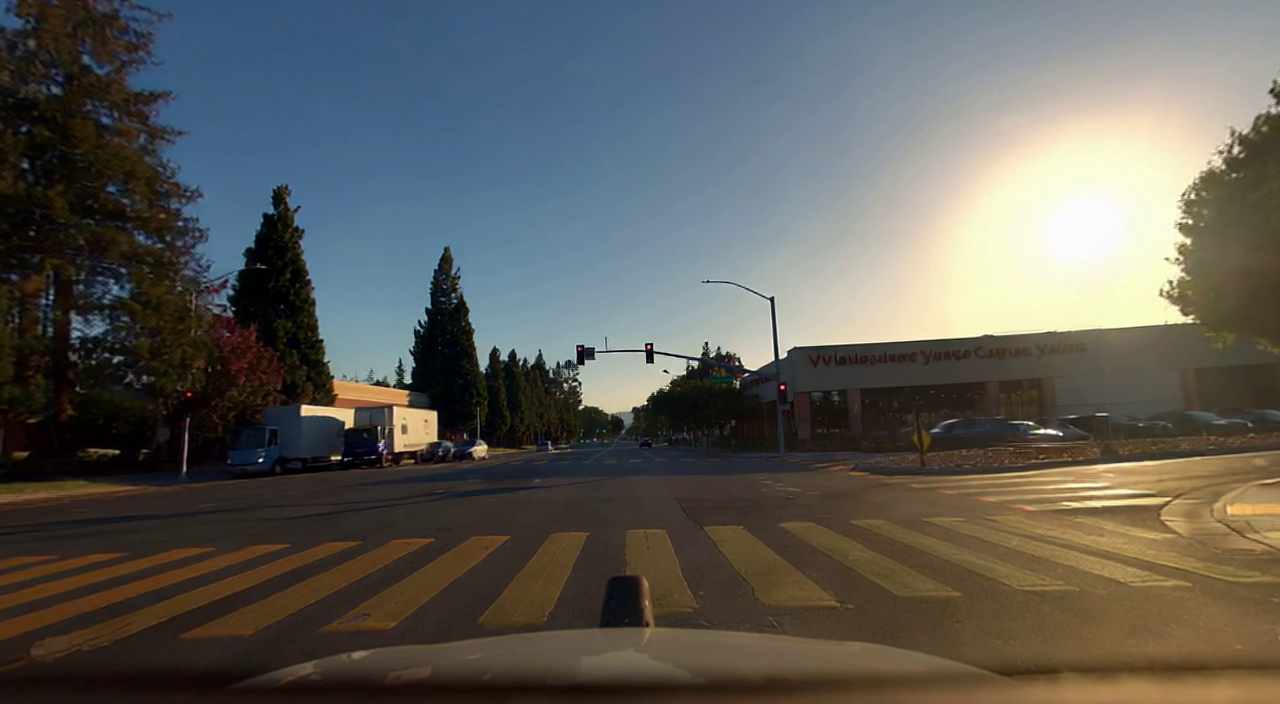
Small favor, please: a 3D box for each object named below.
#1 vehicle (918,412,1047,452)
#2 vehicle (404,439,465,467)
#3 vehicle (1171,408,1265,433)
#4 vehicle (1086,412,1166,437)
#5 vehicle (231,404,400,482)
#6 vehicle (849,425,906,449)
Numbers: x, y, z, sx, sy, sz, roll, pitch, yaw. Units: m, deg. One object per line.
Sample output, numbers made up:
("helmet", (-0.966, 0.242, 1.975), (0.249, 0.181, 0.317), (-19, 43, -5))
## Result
("vehicle", (15.124, 3.568, 27.999), (4.566, 1.670, 2.000), (0, -8, -3))
("vehicle", (-12.074, 5.964, 37.387), (1.996, 1.482, 4.772), (0, -8, 0))
("vehicle", (38.319, 4.620, 41.966), (1.715, 1.480, 4.701), (0, -8, -1))
("vehicle", (31.361, 4.737, 40.838), (1.823, 1.480, 4.003), (0, -8, -4))
("vehicle", (-16.578, 4.863, 33.667), (3.161, 3.455, 11.058), (0, -8, 0))
("vehicle", (17.343, 6.235, 46.180), (3.329, 1.415, 1.821), (-6, -9, 2))
